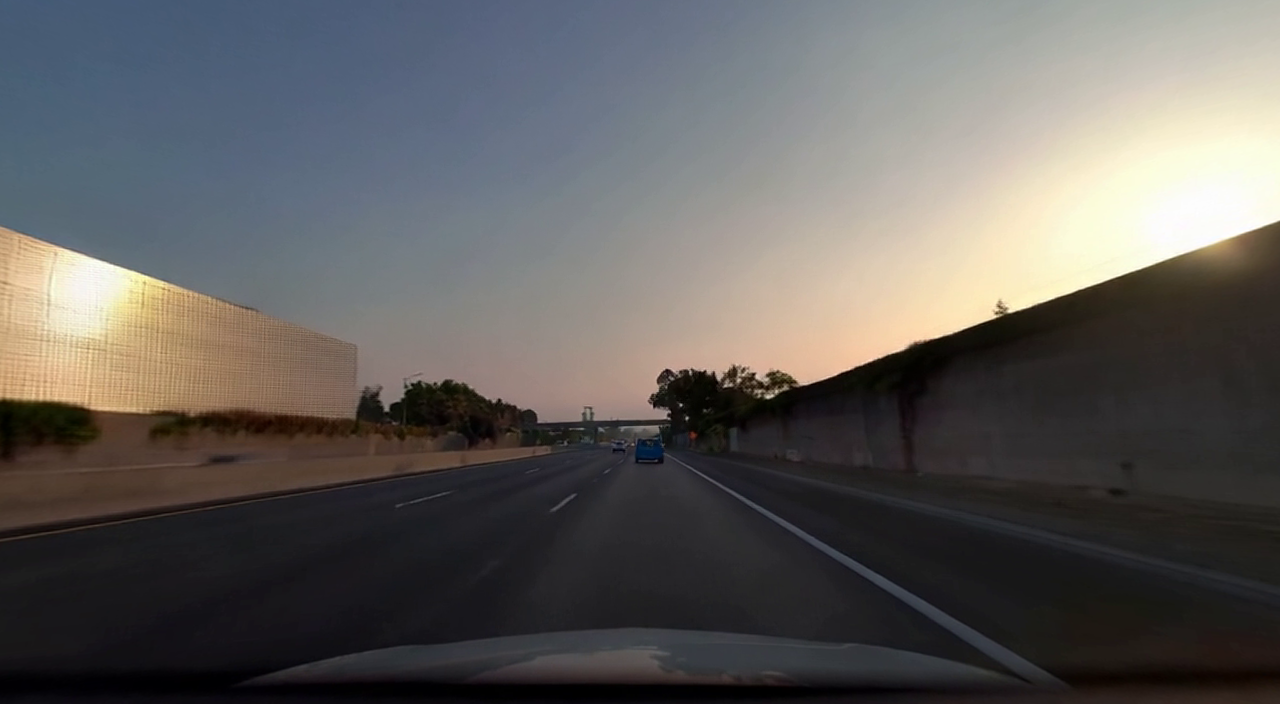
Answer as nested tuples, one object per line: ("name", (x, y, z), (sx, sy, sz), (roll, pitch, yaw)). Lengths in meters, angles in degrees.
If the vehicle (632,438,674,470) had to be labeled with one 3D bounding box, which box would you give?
("vehicle", (0.600, 5.118, 31.756), (1.997, 1.484, 3.409), (0, -8, 0))
